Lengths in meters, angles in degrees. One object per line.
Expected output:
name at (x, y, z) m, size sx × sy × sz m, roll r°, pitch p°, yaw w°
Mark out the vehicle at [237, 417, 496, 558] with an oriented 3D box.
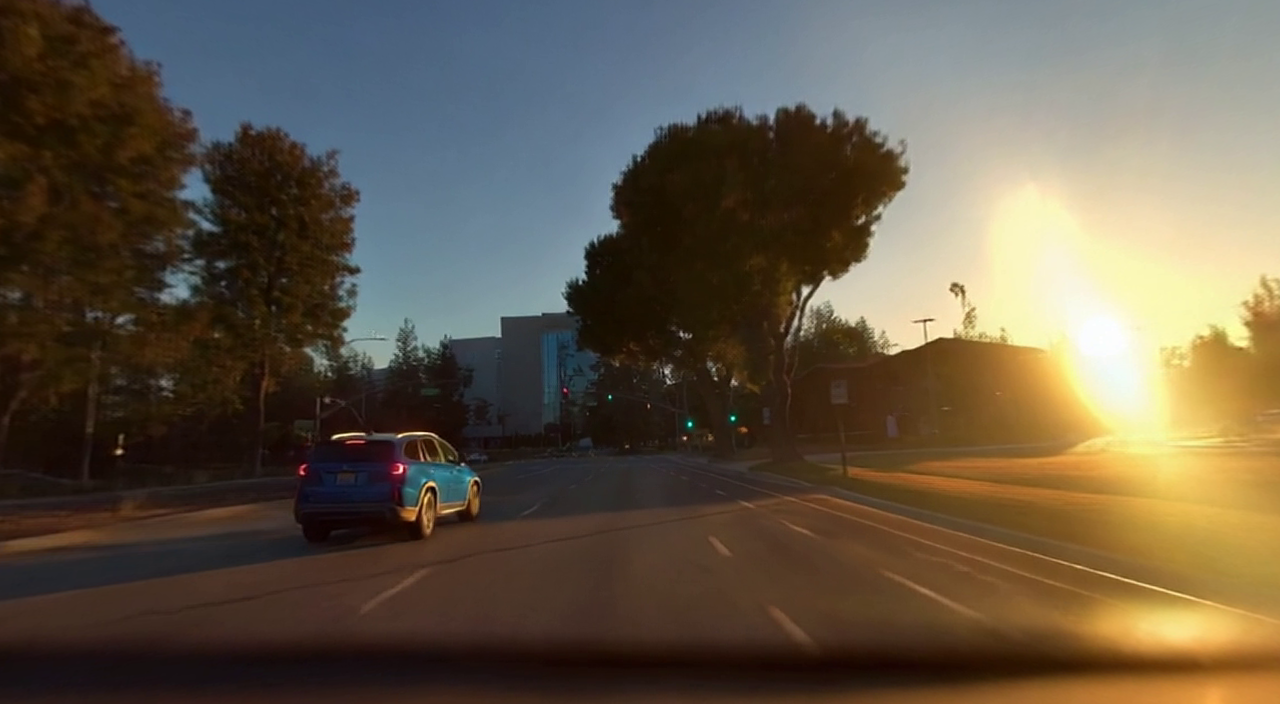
vehicle at (-3.887, 2.007, 10.056) m, size 2.121 × 1.724 × 4.392 m, roll 0°, pitch -9°, yaw 0°
